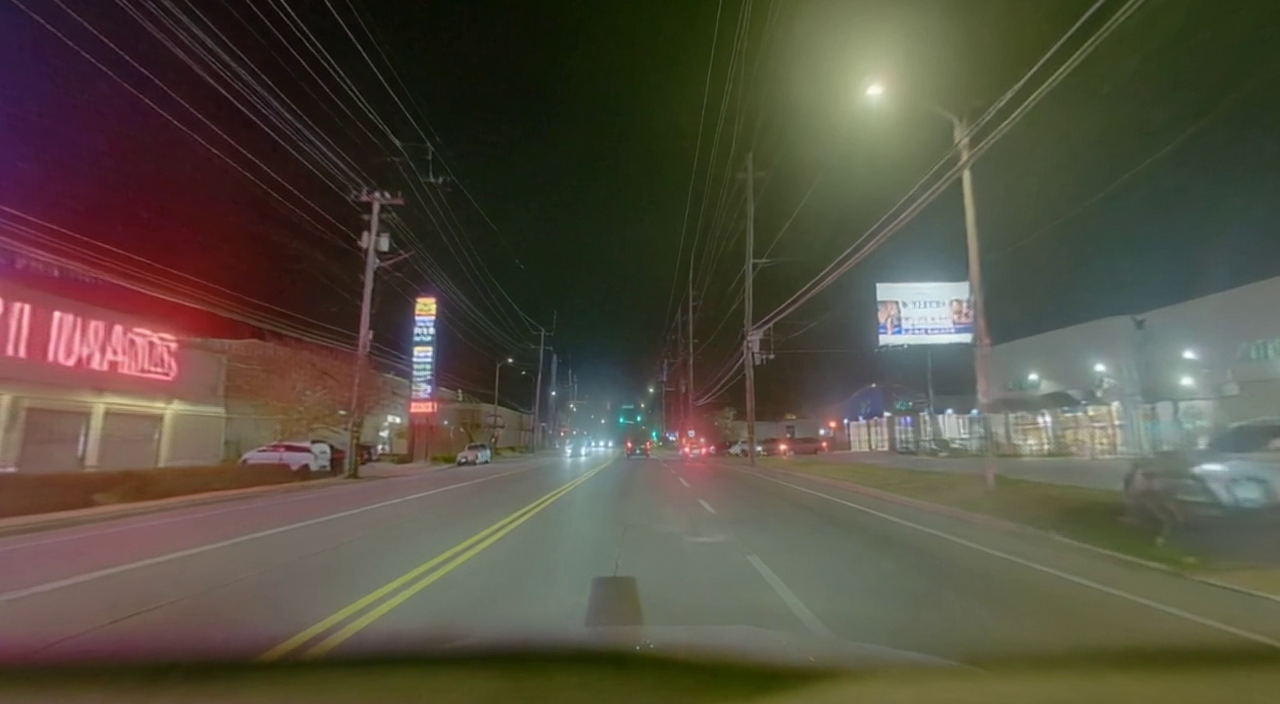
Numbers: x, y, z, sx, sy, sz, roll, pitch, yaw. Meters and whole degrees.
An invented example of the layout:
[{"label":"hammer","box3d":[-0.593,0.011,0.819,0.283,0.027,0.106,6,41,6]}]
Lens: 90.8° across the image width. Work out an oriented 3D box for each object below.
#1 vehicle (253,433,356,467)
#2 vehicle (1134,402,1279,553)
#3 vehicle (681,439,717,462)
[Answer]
[{"label":"vehicle","box3d":[-18.352,5.404,34.777,4.455,1.772,2.048,0,-8,-3]},{"label":"vehicle","box3d":[10.135,1.687,8.881,4.603,1.845,2.040,0,-8,-1]},{"label":"vehicle","box3d":[3.952,6.682,43.075,1.926,1.482,4.442,0,-8,-1]}]
